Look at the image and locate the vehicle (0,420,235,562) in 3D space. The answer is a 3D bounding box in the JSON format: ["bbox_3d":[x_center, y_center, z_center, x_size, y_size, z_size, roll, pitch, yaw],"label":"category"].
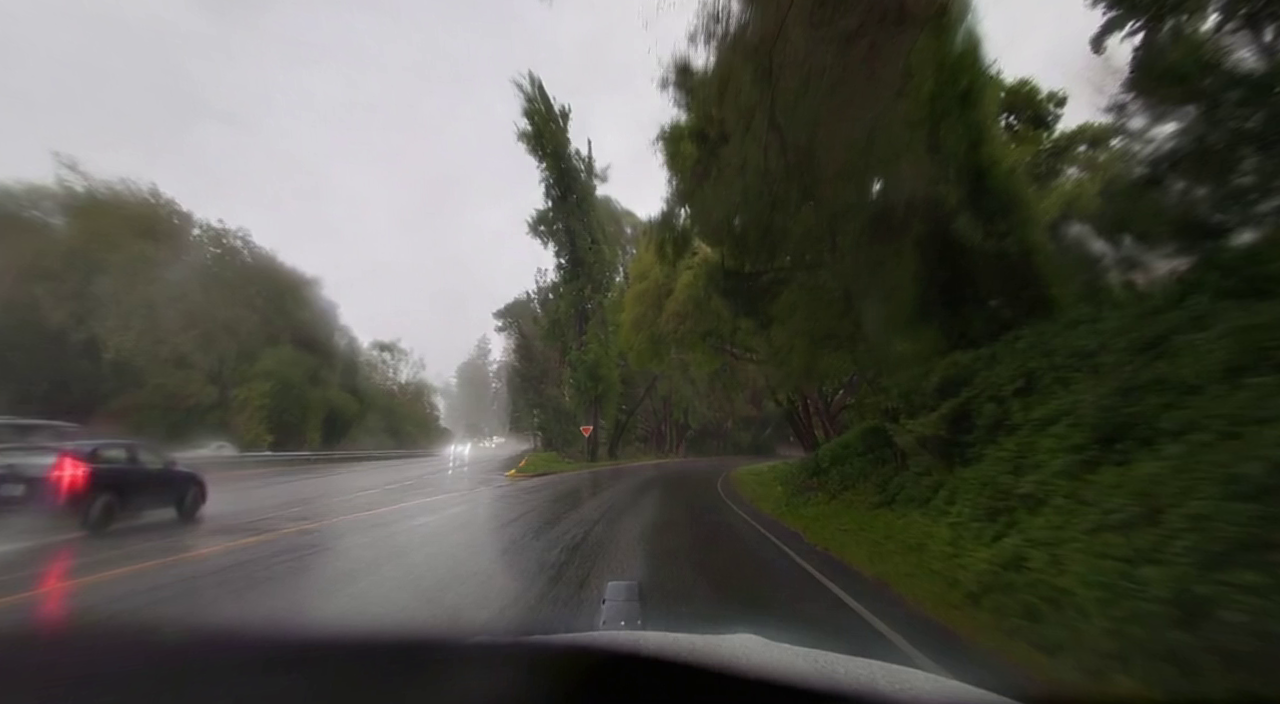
[{"bbox_3d":[-8.210,1.851,9.049,2.015,1.517,4.991,1,-9,-8],"label":"vehicle"}]
